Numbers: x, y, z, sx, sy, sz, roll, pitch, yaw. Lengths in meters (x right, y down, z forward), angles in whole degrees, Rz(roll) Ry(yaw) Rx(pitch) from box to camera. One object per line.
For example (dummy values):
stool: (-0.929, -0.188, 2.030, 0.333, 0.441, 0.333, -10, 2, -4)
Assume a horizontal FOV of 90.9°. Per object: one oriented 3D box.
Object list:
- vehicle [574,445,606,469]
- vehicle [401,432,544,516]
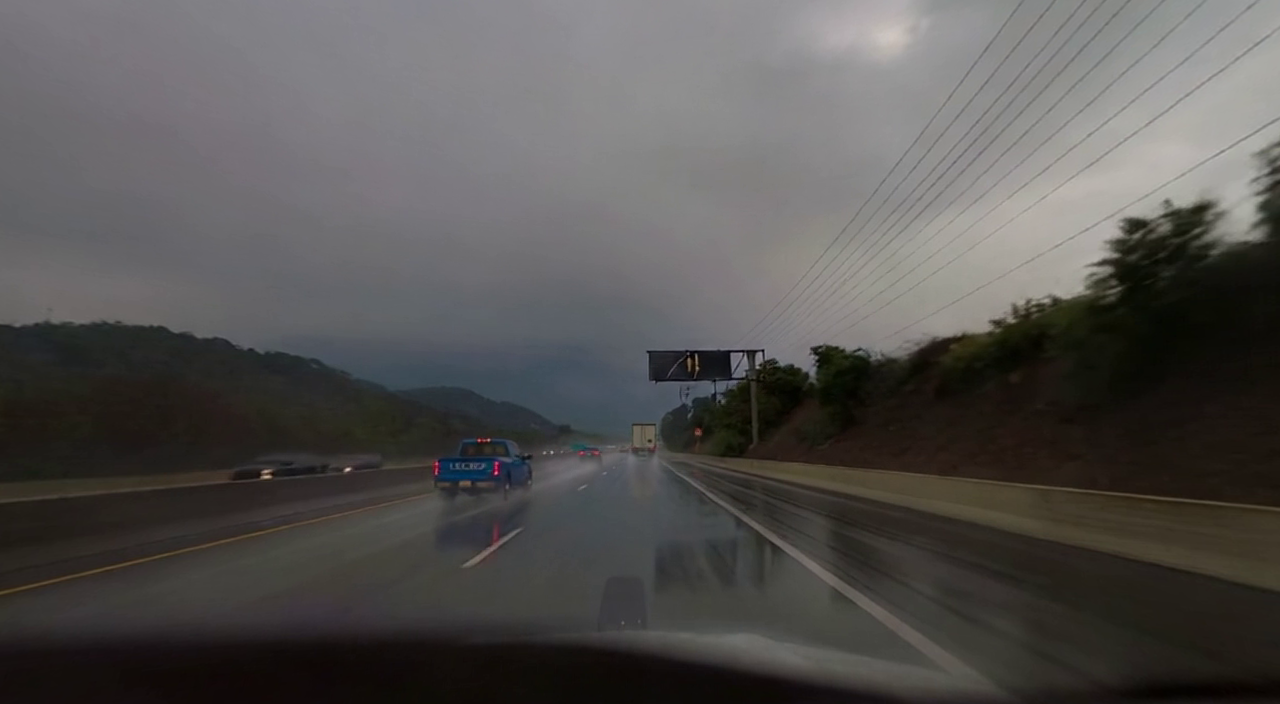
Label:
vehicle: (-3.842, 8.182, 49.246, 2.111, 1.735, 4.066, 0, -9, 1)
vehicle: (-3.830, 2.879, 15.484, 2.049, 1.697, 4.998, 0, -9, 1)
